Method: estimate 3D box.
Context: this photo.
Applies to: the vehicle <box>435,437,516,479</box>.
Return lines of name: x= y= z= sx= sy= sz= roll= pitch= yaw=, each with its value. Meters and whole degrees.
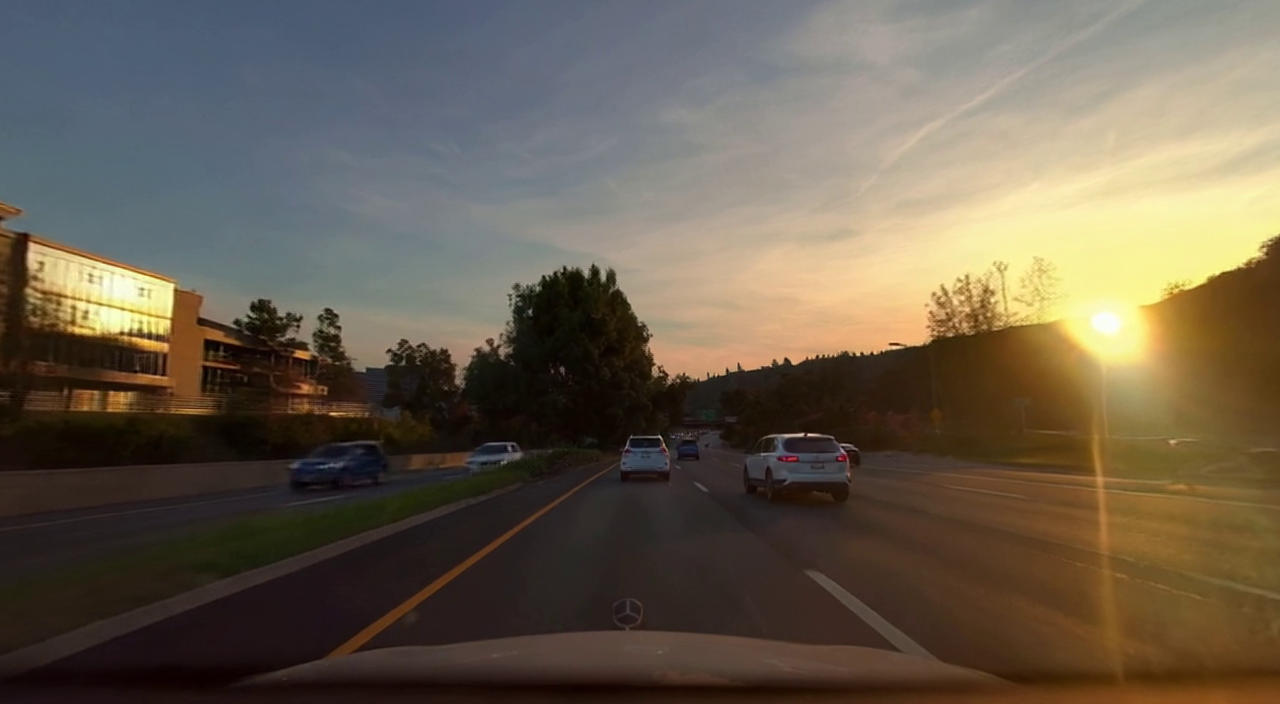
vehicle: x=-6.997 y=4.563 z=27.428 sx=2.201 sy=1.622 sz=4.716 roll=0 pitch=-8 yaw=1

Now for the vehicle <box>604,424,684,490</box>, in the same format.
vehicle: x=0.138 y=3.337 z=20.357 sx=2.290 sy=1.862 sz=4.454 roll=0 pitch=-8 yaw=0

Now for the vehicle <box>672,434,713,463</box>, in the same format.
vehicle: x=3.755 y=7.043 z=46.185 sx=2.328 sy=1.987 sz=5.440 roll=0 pitch=-8 yaw=-1

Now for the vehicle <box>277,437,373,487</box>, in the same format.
vehicle: x=-14.160 y=4.937 z=28.711 sx=2.097 sy=1.967 sz=4.612 roll=-2 pitch=-8 yaw=-1

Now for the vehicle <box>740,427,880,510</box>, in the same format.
vehicle: x=3.637 y=2.577 z=14.382 sx=2.042 sy=1.592 sz=4.047 roll=0 pitch=-8 yaw=0
